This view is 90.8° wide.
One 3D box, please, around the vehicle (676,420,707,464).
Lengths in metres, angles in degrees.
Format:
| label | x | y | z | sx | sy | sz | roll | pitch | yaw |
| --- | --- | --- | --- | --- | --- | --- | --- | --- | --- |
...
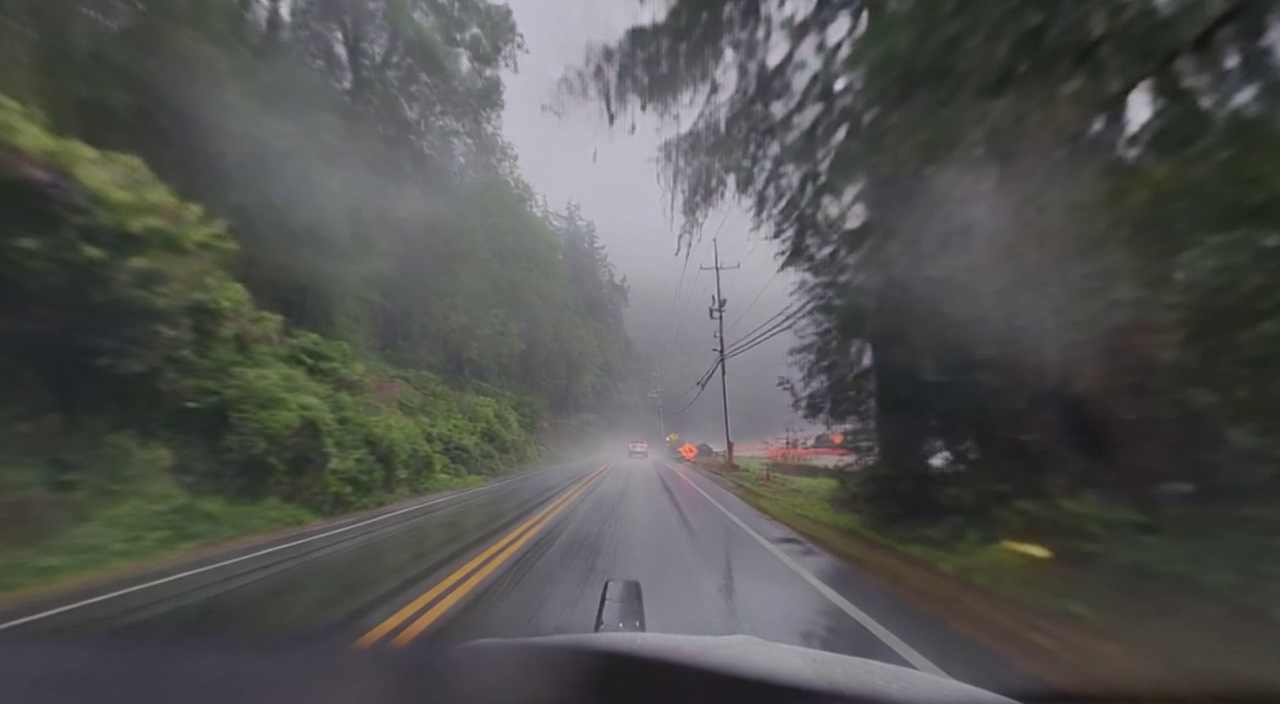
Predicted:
| label | x | y | z | sx | sy | sz | roll | pitch | yaw |
| --- | --- | --- | --- | --- | --- | --- | --- | --- | --- |
| vehicle | 3.996 | 7.012 | 49.272 | 2.374 | 3.357 | 1.724 | 0 | -9 | 4 |
